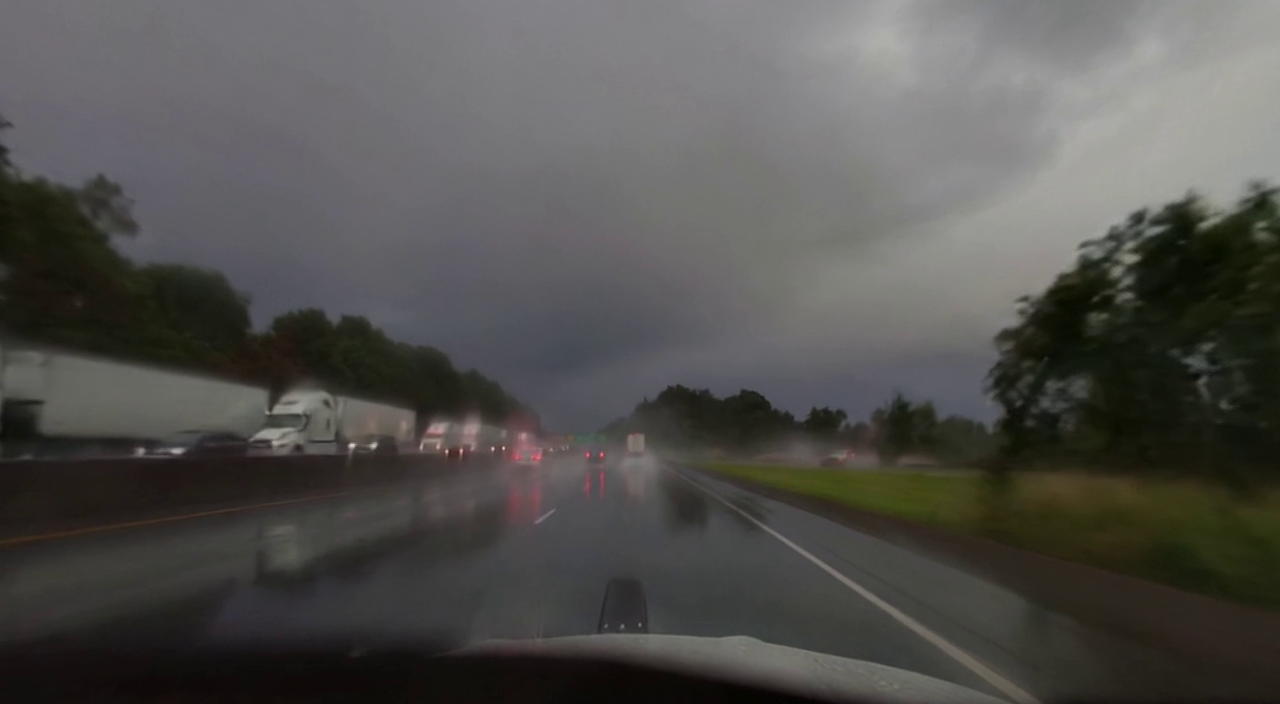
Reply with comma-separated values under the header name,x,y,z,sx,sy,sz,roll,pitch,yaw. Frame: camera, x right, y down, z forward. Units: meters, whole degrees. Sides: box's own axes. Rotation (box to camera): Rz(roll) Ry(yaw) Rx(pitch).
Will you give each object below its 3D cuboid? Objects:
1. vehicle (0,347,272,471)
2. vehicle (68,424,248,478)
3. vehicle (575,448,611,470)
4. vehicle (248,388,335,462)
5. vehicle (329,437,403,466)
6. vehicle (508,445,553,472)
name,x,y,z,sx,sy,sz,roll,pitch,yaw
vehicle,-18.965,2.519,23.962,2.703,3.565,11.849,0,-9,1
vehicle,-14.145,2.970,18.923,1.956,1.433,4.339,0,-9,0
vehicle,-3.201,7.465,43.978,2.076,1.453,4.094,0,-9,2
vehicle,-18.483,3.920,33.616,2.963,3.801,2.502,0,-9,-1
vehicle,-14.436,5.278,33.495,2.014,1.444,4.352,0,-9,0
vehicle,-7.297,7.148,42.595,2.122,1.685,4.714,0,-9,1
